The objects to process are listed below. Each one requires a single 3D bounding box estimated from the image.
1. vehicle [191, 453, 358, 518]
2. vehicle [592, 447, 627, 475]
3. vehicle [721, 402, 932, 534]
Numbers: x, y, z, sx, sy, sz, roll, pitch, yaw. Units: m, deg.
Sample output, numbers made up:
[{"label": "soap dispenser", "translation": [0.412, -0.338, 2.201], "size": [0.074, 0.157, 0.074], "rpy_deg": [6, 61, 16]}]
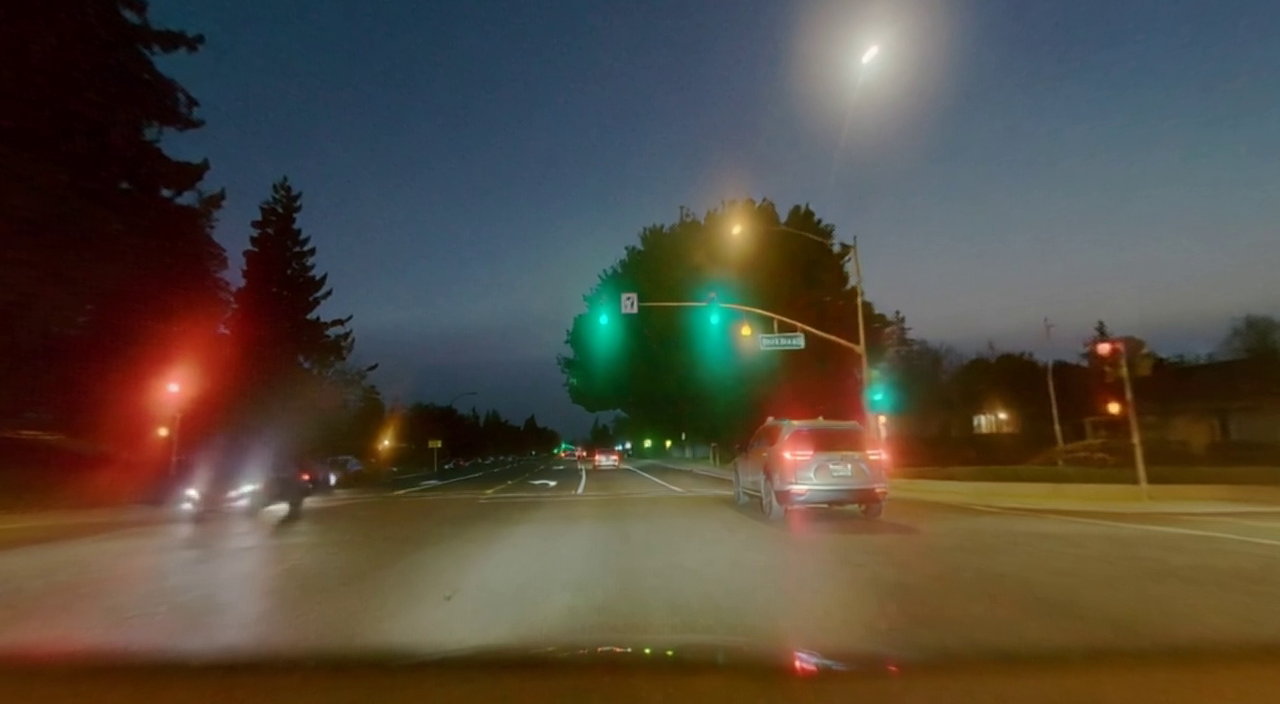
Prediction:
[{"label": "vehicle", "translation": [-10.031, 3.658, 17.846], "size": [2.035, 1.475, 4.639], "rpy_deg": [0, -8, -1]}, {"label": "vehicle", "translation": [-2.106, 7.212, 42.116], "size": [2.138, 1.729, 4.178], "rpy_deg": [0, -8, -5]}, {"label": "vehicle", "translation": [3.315, 2.231, 12.827], "size": [2.338, 2.063, 5.592], "rpy_deg": [0, -8, -3]}]
